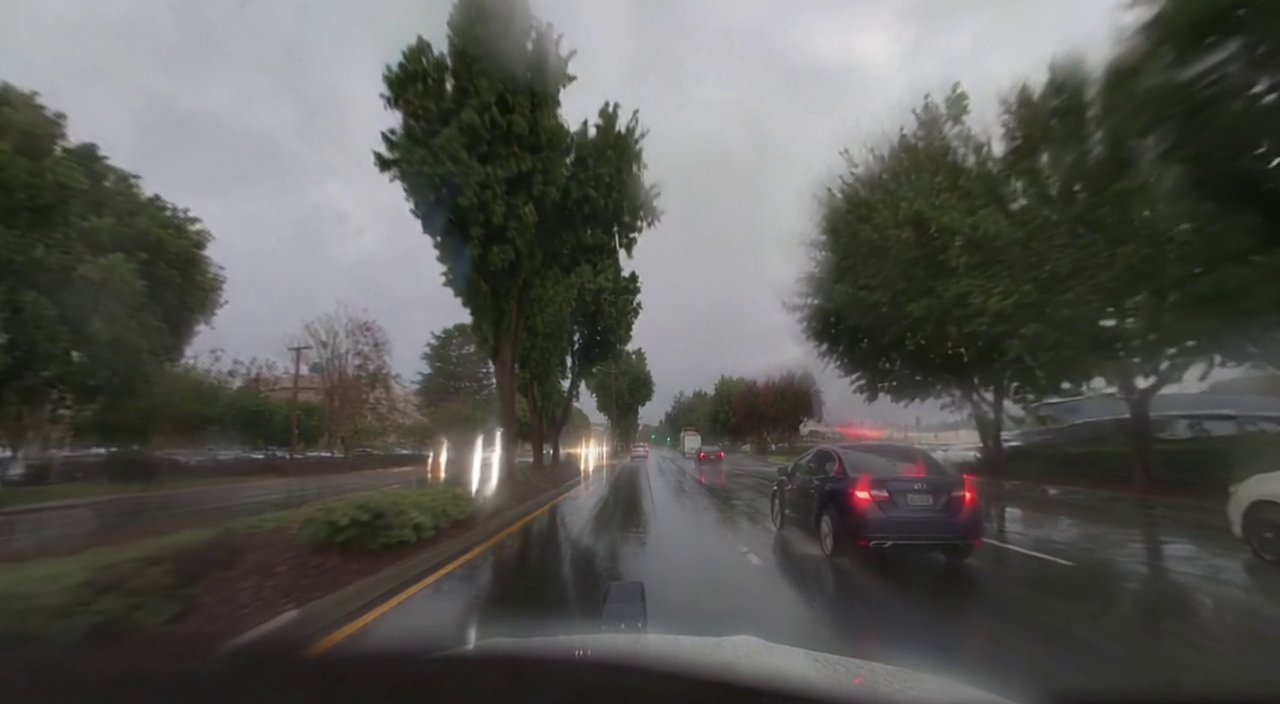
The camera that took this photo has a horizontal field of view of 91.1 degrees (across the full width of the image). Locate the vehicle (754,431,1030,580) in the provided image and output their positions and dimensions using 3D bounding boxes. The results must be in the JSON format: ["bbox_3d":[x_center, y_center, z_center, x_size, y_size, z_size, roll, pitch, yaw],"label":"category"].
[{"bbox_3d":[2.974,1.897,8.655,1.935,1.501,4.384,0,-8,-1],"label":"vehicle"}]

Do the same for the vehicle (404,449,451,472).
[{"bbox_3d":[-15.770,8.058,46.807,1.951,1.628,4.325,0,-9,1],"label":"vehicle"}]

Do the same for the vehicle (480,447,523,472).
[{"bbox_3d":[-8.862,6.908,40.432,1.853,1.504,3.791,0,-9,1],"label":"vehicle"}]

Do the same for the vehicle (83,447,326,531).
[{"bbox_3d":[-8.882,2.776,13.434,1.919,1.474,4.444,0,-9,1],"label":"vehicle"}]
